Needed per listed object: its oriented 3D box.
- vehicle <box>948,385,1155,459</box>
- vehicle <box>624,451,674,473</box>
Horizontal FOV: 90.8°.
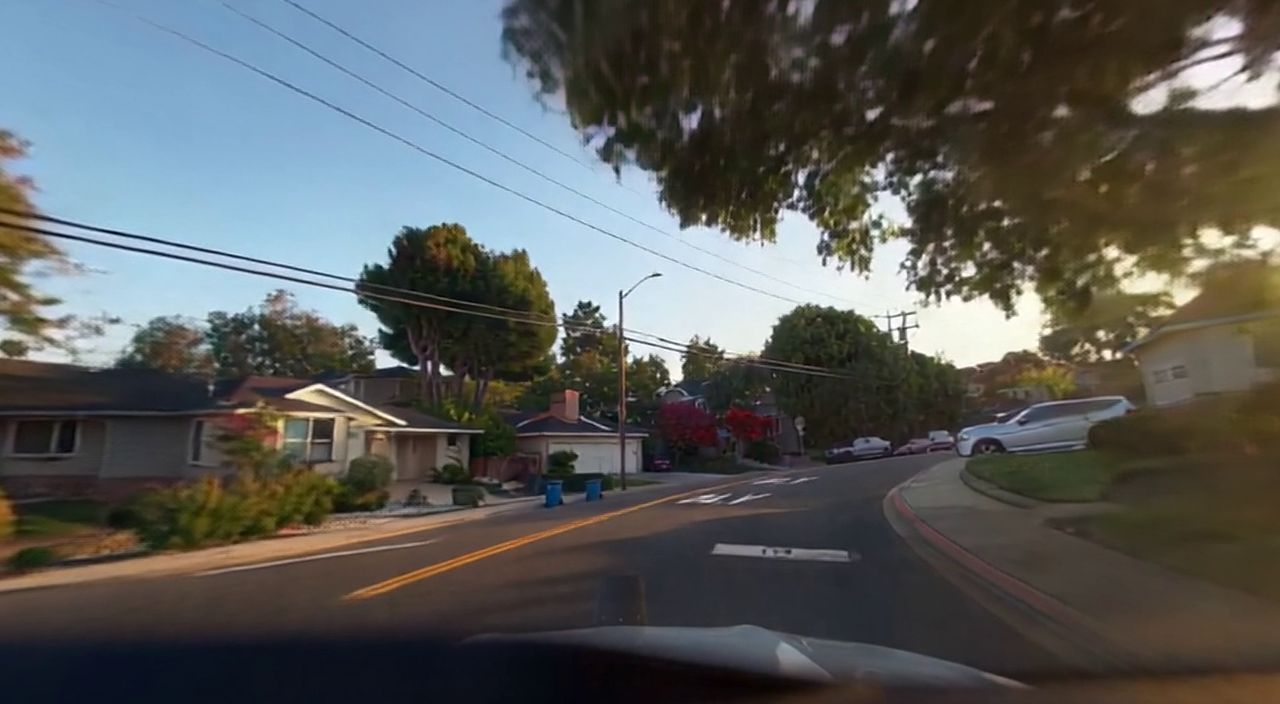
[{"bbox_3d":[12.508,2.247,19.537,5.011,2.014,2.056,-6,-11,34],"label":"vehicle"},{"bbox_3d":[0.642,8.309,47.779,1.842,1.489,3.697,6,-10,-39],"label":"vehicle"}]
